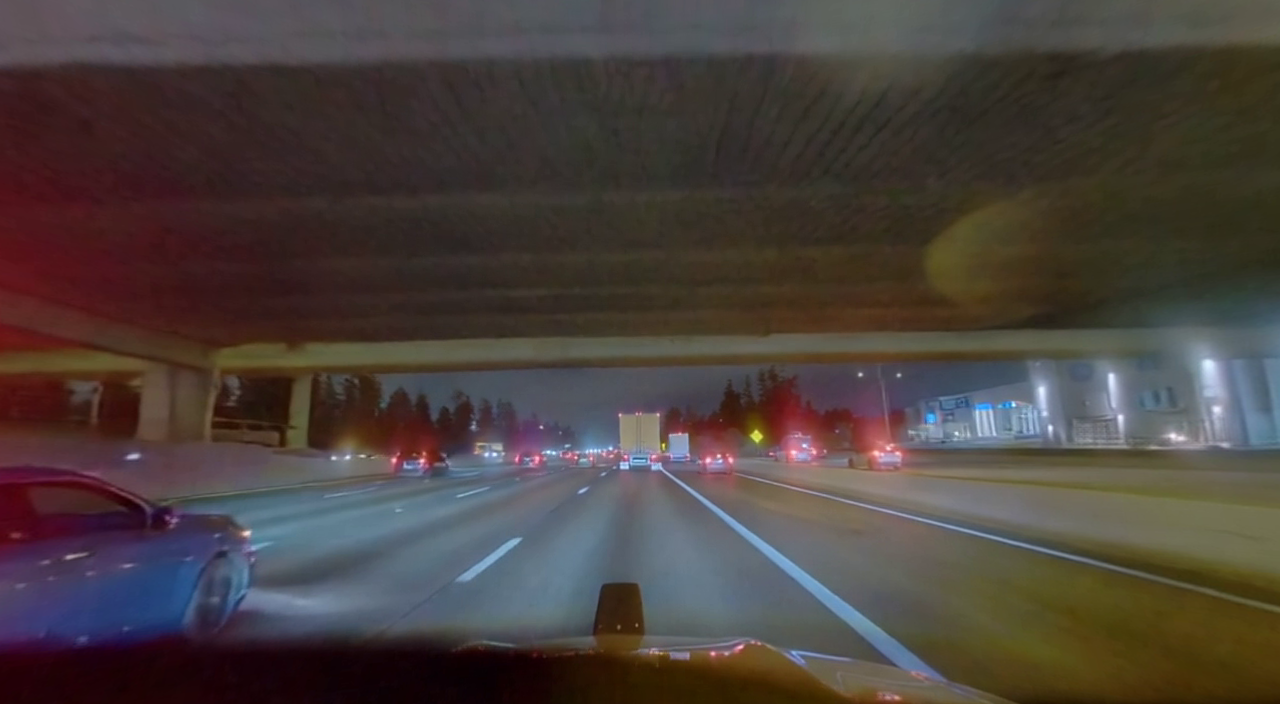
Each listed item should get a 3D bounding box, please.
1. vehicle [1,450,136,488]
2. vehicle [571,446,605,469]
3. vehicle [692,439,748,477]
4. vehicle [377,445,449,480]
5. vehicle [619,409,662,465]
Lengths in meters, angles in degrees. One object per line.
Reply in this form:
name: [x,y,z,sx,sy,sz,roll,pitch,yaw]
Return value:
vehicle: [-27.704,5.650,30.796,2.052,1.716,4.732,0,-9,1]
vehicle: [-3.710,7.608,45.496,2.083,1.576,4.307,0,-9,0]
vehicle: [3.823,5.170,30.911,2.107,1.707,4.445,0,-9,0]
vehicle: [-11.231,5.468,31.499,1.966,1.627,4.258,0,-9,1]
vehicle: [0.152,6.799,49.623,3.012,3.928,10.262,0,-9,1]
